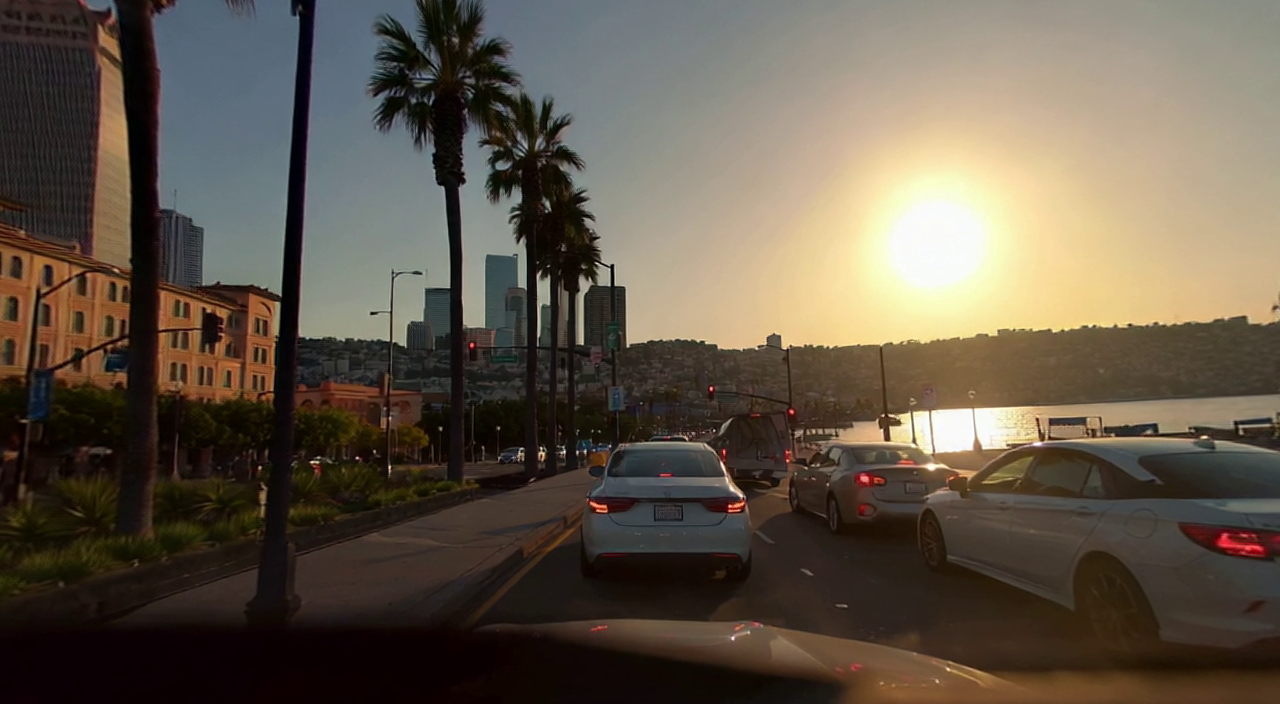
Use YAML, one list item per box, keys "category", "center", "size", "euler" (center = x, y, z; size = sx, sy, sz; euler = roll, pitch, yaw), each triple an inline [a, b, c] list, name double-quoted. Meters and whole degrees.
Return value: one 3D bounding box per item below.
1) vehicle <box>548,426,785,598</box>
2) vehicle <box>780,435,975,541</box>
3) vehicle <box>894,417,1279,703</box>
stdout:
- category: "vehicle"
  center: [0.262, 1.705, 7.499]
  size: [2.093, 1.503, 3.681]
  euler: [0, -9, 1]
- category: "vehicle"
  center: [3.888, 2.290, 11.302]
  size: [1.920, 1.490, 4.417]
  euler: [-1, -9, 2]
- category: "vehicle"
  center: [3.915, 1.364, 5.089]
  size: [1.913, 1.469, 4.425]
  euler: [0, -9, 0]
